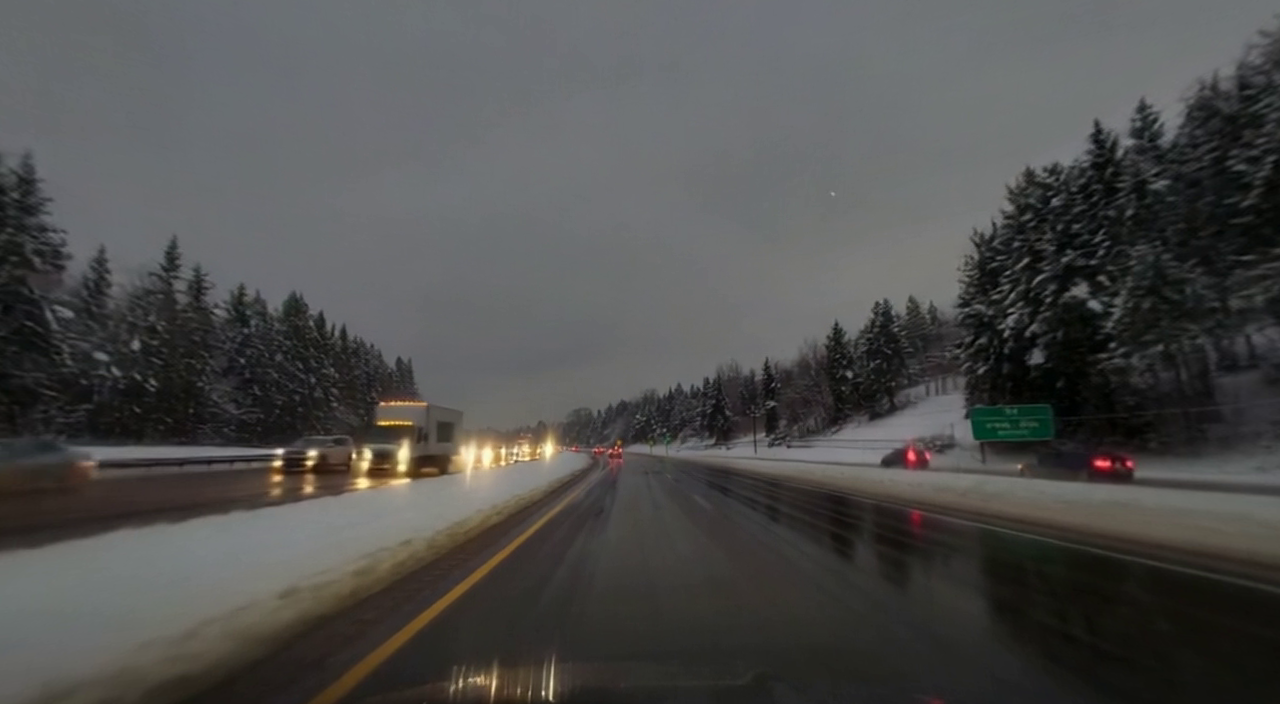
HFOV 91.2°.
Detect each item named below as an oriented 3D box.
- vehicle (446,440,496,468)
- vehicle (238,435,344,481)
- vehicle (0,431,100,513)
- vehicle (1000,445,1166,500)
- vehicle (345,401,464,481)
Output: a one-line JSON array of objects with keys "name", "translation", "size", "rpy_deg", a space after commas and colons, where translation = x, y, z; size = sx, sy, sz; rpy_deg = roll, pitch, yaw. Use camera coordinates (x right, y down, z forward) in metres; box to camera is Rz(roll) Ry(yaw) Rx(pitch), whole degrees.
[{"name": "vehicle", "translation": [-9.545, 5.812, 35.758], "size": [1.839, 1.474, 4.225], "rpy_deg": [0, -8, -2]}, {"name": "vehicle", "translation": [-13.734, 4.167, 24.978], "size": [1.947, 1.647, 4.183], "rpy_deg": [0, -8, -3]}, {"name": "vehicle", "translation": [-12.680, 2.157, 11.097], "size": [1.927, 1.494, 5.040], "rpy_deg": [0, -8, -3]}, {"name": "vehicle", "translation": [14.078, 3.819, 20.353], "size": [1.941, 1.536, 4.585], "rpy_deg": [0, -8, -2]}, {"name": "vehicle", "translation": [-8.833, 3.496, 24.472], "size": [2.356, 2.637, 6.975], "rpy_deg": [0, -8, -4]}]
